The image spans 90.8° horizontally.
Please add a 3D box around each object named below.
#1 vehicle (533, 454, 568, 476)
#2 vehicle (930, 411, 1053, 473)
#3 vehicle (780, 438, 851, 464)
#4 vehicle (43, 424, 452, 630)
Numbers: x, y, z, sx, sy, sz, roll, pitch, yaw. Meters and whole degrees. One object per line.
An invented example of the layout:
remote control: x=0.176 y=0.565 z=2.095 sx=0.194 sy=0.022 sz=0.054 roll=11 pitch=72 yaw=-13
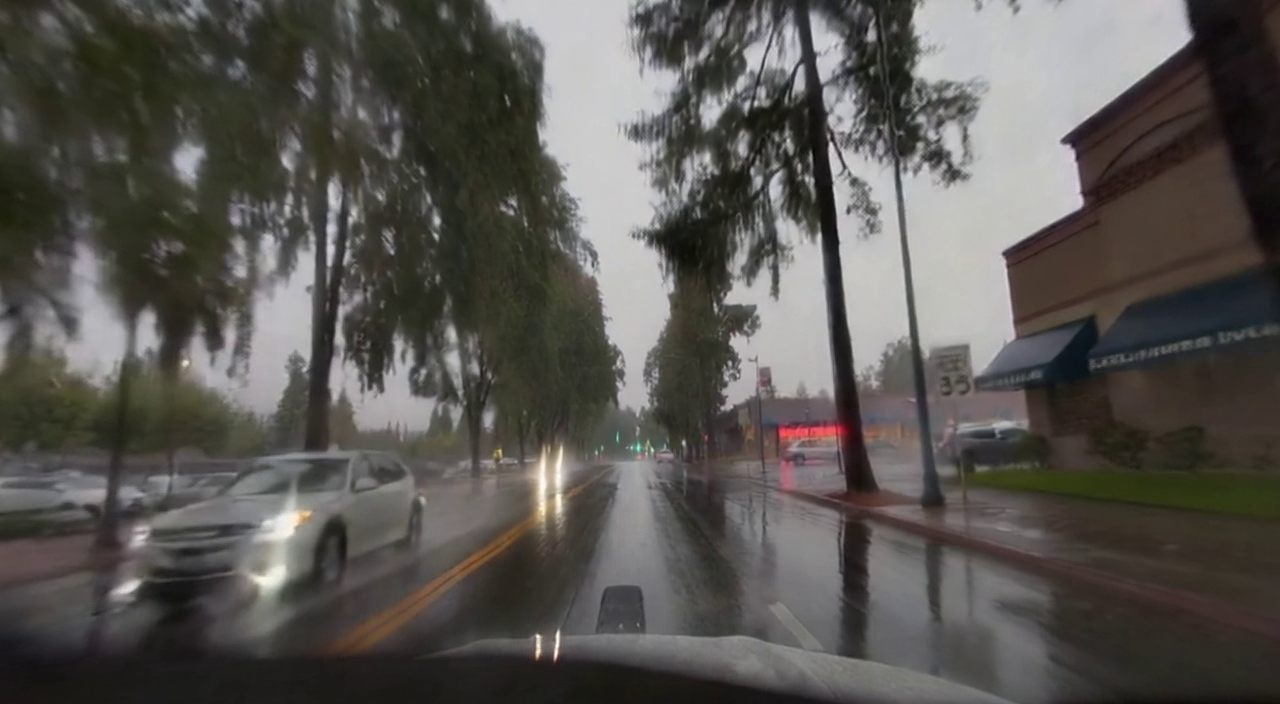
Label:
vehicle: x=-6.681 y=8.488 z=47.632 sx=1.962 sy=1.478 sz=4.639 roll=-1 pitch=-9 yaw=1
vehicle: x=11.368 y=2.901 z=20.265 sx=2.124 sy=1.711 sz=5.059 roll=-9 pitch=-12 yaw=43
vehicle: x=10.980 y=6.125 z=39.347 sx=4.587 sy=1.504 sz=1.928 roll=7 pitch=-11 yaw=-39
vehicle: x=-4.115 y=1.884 z=7.892 sx=2.103 sy=1.750 sz=4.660 roll=-1 pitch=-9 yaw=0
